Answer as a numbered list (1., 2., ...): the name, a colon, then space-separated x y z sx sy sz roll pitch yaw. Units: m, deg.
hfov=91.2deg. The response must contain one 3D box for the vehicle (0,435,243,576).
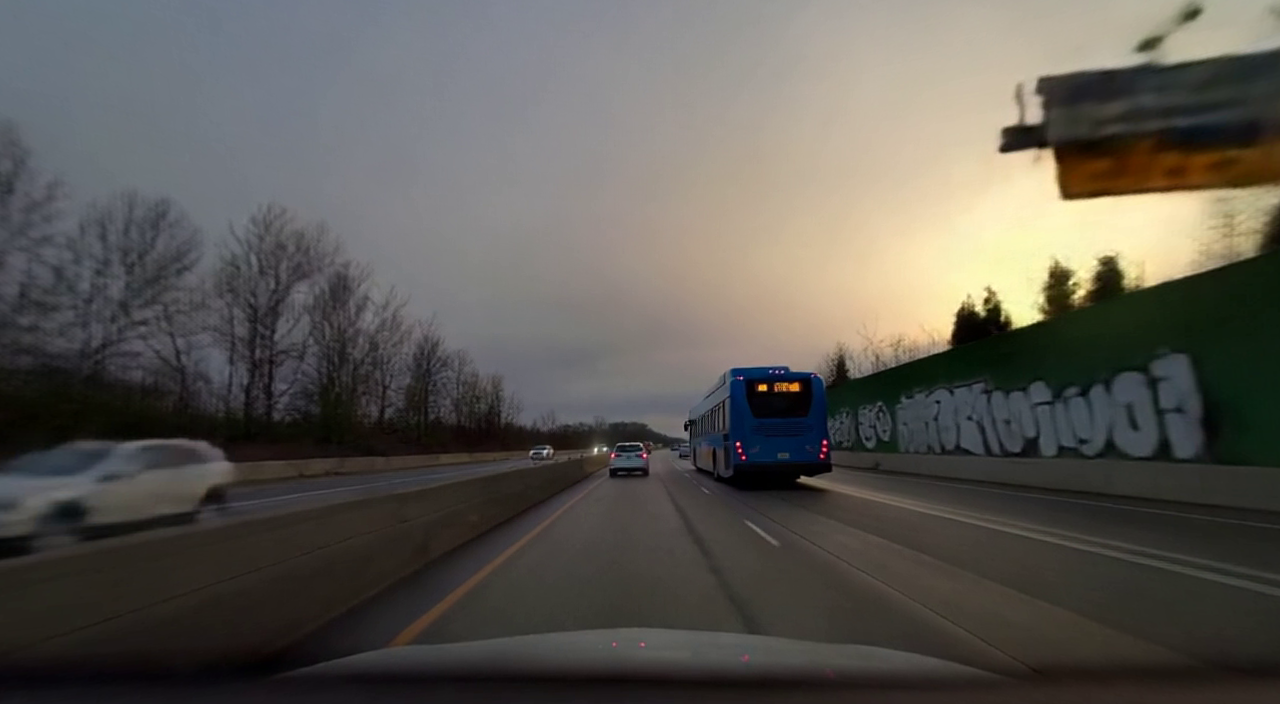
1. vehicle: -8.557 2.162 9.577 2.064 1.648 4.371 -1 -9 0

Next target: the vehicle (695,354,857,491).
1. vehicle: 4.010 2.753 22.283 3.055 3.479 12.521 -1 -9 1

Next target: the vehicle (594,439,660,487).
1. vehicle: -0.384 3.983 22.736 2.160 1.532 4.073 -1 -9 1
